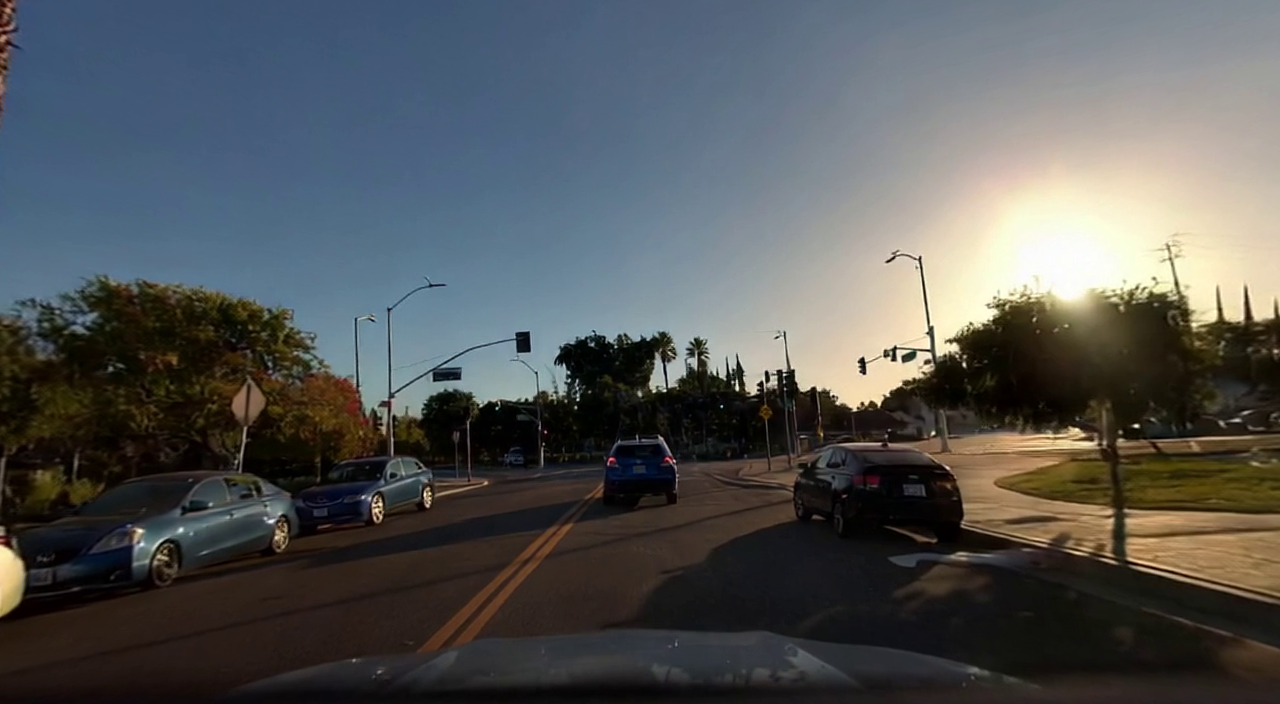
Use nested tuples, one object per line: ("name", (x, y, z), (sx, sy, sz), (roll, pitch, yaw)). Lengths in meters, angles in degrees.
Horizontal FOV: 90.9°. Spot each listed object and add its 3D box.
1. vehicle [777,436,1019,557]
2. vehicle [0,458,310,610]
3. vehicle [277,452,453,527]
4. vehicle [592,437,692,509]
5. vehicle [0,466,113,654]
("vehicle", (3.550, 2.043, 9.739), (1.821, 1.417, 4.454), (0, -8, 0))
("vehicle", (-6.453, 2.243, 8.617), (1.775, 1.479, 3.879), (0, -8, 0))
("vehicle", (-6.376, 3.207, 15.392), (2.105, 1.469, 4.693), (0, -8, 1))
("vehicle", (0.044, 2.802, 15.099), (2.060, 1.452, 4.078), (0, -8, 0))
("vehicle", (-6.179, 1.543, 3.946), (1.850, 1.482, 4.454), (0, -8, 1))
